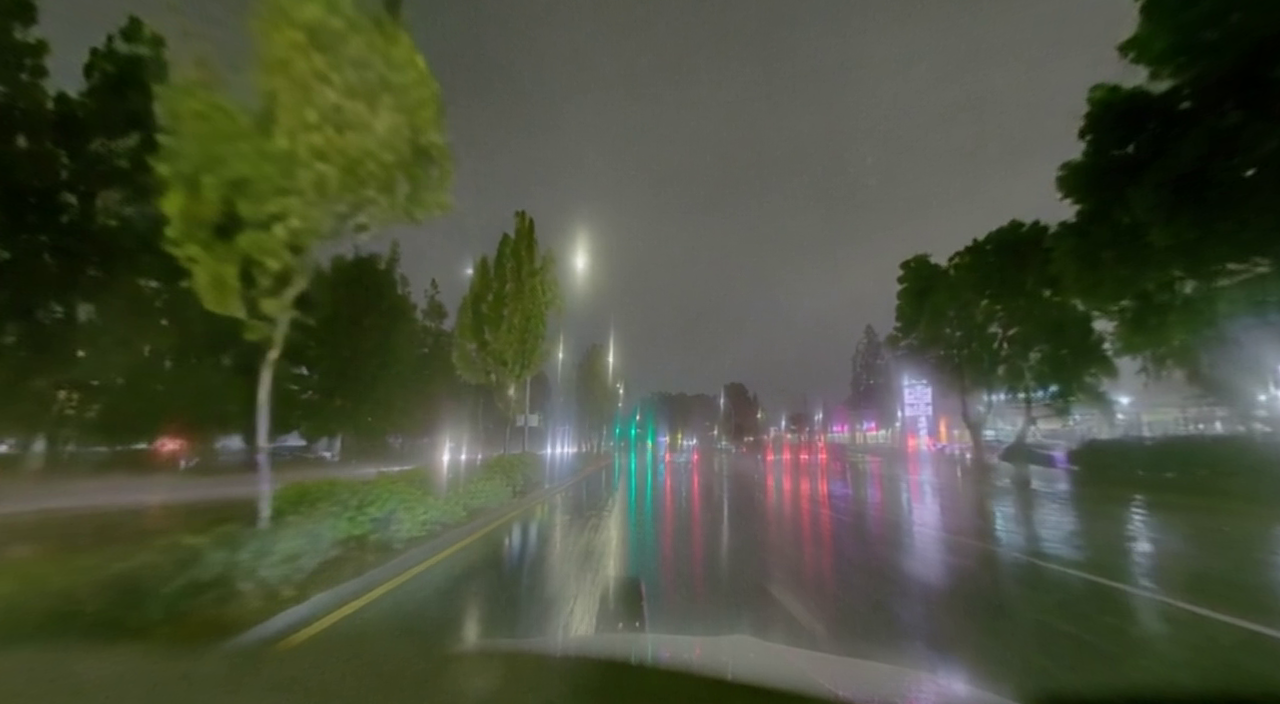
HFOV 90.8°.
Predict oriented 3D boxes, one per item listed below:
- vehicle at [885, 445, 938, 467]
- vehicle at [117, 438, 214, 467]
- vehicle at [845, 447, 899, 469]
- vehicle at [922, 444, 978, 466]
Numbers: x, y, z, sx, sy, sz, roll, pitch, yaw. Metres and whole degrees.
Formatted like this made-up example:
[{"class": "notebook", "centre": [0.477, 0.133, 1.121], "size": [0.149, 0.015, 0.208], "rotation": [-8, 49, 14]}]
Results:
[{"class": "vehicle", "centre": [19.472, 7.479, 45.484], "size": [1.972, 1.461, 4.021], "rotation": [1, -8, 0]}, {"class": "vehicle", "centre": [-28.948, 6.146, 38.660], "size": [4.208, 1.648, 1.980], "rotation": [1, -8, -4]}, {"class": "vehicle", "centre": [16.454, 7.507, 45.030], "size": [1.863, 1.445, 4.703], "rotation": [1, -8, -2]}, {"class": "vehicle", "centre": [22.269, 7.410, 45.622], "size": [1.895, 1.471, 4.511], "rotation": [-1, -9, 2]}]
